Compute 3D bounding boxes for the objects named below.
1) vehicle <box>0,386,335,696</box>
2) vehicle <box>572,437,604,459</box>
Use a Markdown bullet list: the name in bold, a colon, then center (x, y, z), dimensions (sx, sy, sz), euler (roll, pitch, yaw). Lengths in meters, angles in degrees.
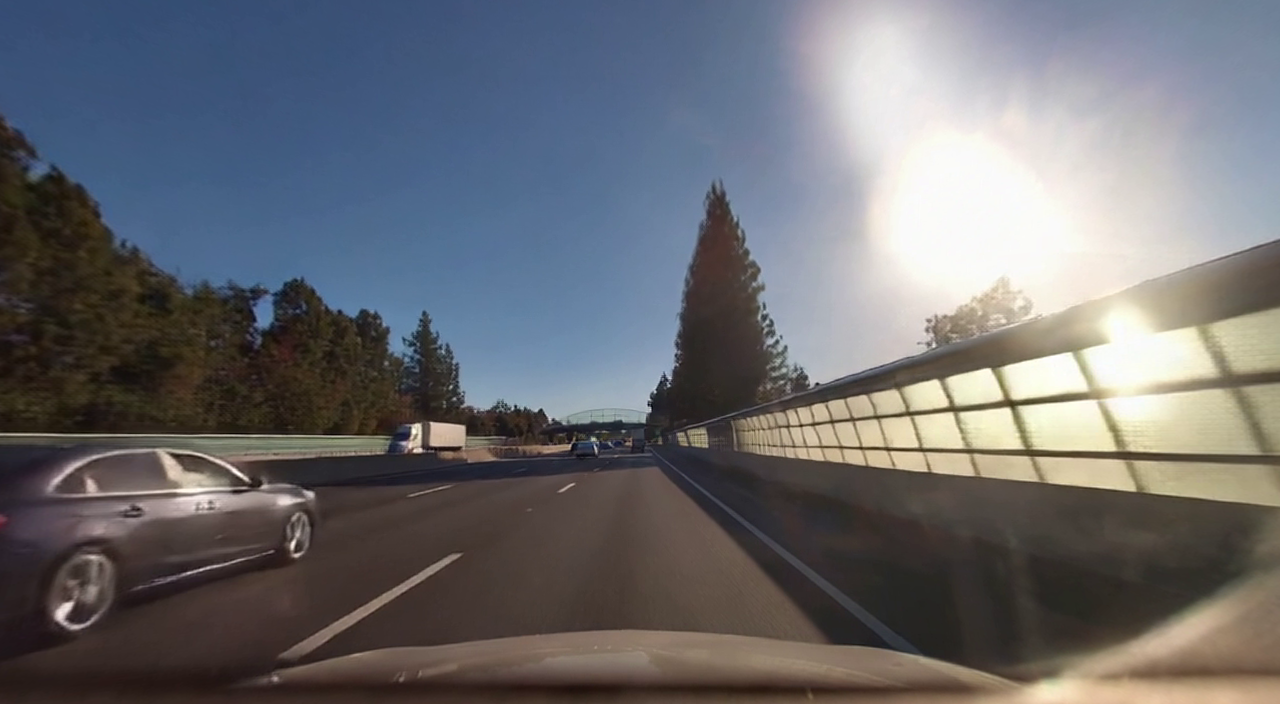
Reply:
- **vehicle**: center (-4.234, 1.120, 4.311), dimensions (2.059, 1.541, 4.296), euler (0, -9, 1)
- **vehicle**: center (-3.969, 7.446, 48.702), dimensions (2.063, 1.598, 4.189), euler (0, -9, 1)
